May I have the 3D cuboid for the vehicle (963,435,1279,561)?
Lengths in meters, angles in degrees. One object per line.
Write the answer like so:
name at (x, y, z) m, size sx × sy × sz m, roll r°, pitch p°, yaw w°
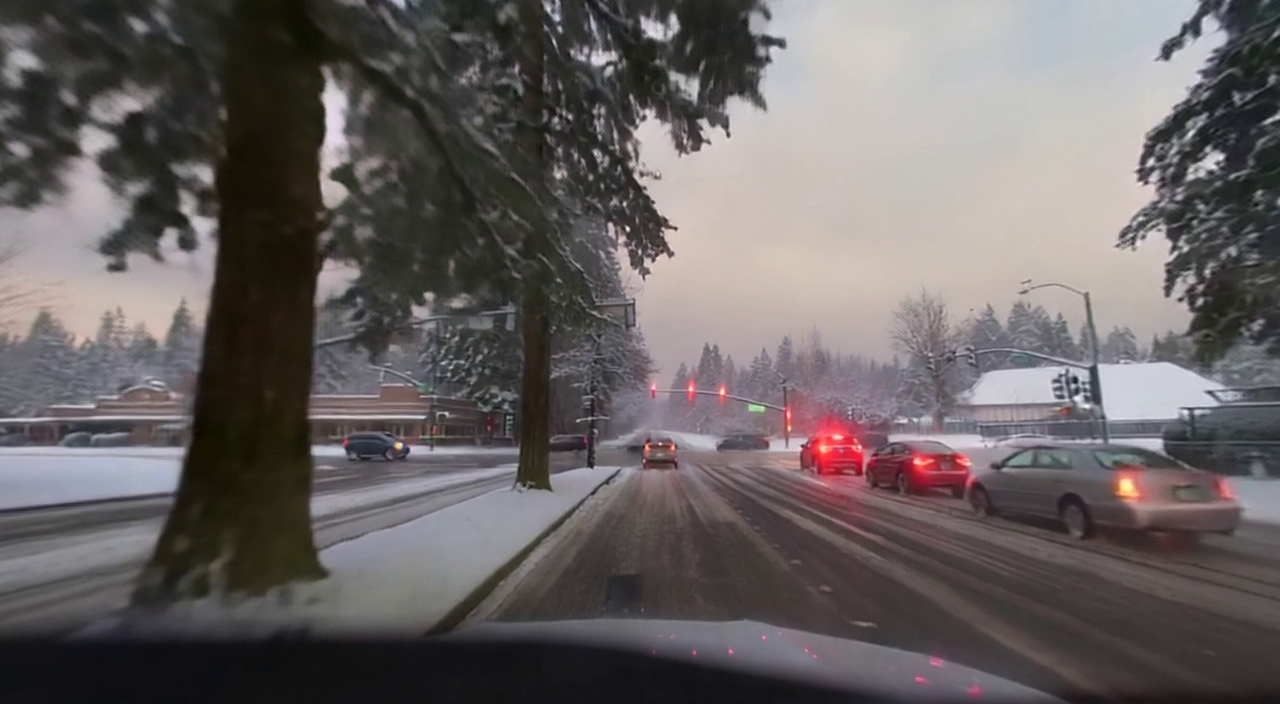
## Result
vehicle at (7.246, 2.097, 9.919) m, size 1.947 × 1.478 × 4.731 m, roll -1°, pitch -8°, yaw 2°

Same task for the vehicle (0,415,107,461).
vehicle at (-45.708, 6.381, 46.218) m, size 10.544 × 3.126 × 2.909 m, roll -1°, pitch -8°, yaw 1°

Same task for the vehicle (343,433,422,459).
vehicle at (-18.481, 6.743, 45.362) m, size 4.786 × 1.803 × 1.967 m, roll -1°, pitch -8°, yaw 5°

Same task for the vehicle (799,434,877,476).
vehicle at (8.033, 4.209, 26.009) m, size 1.901 × 1.577 × 4.348 m, roll 0°, pitch -8°, yaw 2°

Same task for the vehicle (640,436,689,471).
vehicle at (1.046, 4.581, 28.581) m, size 2.041 × 1.485 × 3.813 m, roll 0°, pitch -8°, yaw 1°

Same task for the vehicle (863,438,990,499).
vehicle at (7.632, 3.120, 17.249) m, size 1.726 × 1.467 × 3.793 m, roll 0°, pitch -8°, yaw 1°
